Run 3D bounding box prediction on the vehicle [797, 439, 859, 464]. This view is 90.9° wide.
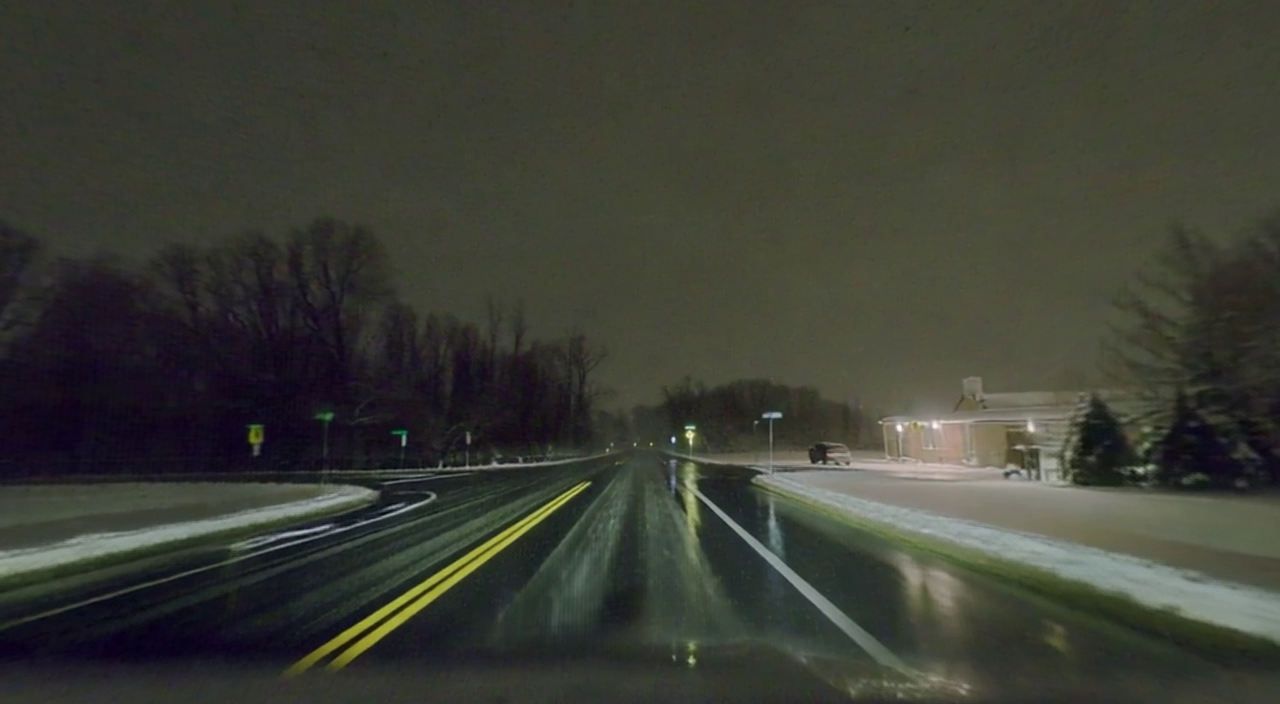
[{"bbox_3d":[14.591,7.780,49.226,2.037,1.829,4.919,3,-9,-20],"label":"vehicle"}]
